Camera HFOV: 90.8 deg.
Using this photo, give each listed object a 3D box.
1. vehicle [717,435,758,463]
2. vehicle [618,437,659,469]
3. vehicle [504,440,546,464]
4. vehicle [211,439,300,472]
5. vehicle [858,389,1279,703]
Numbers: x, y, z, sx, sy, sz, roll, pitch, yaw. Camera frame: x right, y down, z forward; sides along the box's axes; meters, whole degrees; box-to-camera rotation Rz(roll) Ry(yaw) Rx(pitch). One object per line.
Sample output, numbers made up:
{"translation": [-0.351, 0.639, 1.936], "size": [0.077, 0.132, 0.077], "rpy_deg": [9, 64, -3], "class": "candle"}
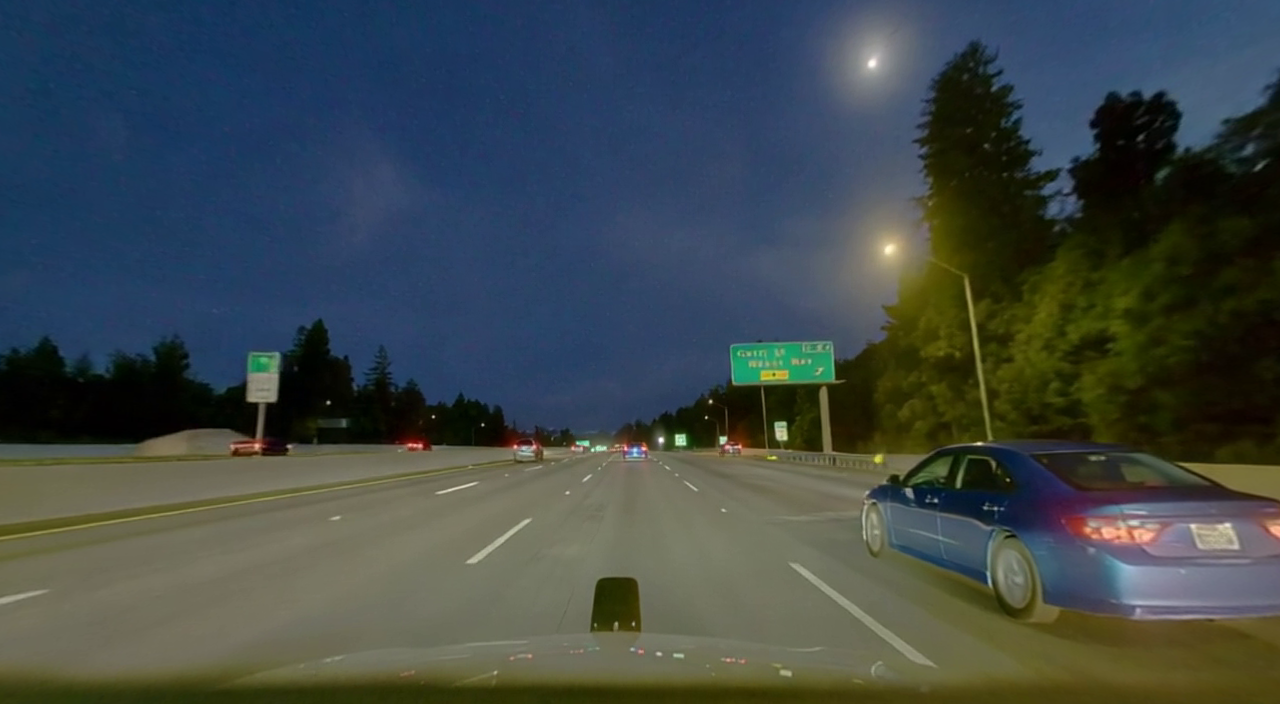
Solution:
{"translation": [7.110, 7.149, 46.680], "size": [2.103, 1.898, 5.310], "rpy_deg": [0, -9, -1], "class": "vehicle"}
{"translation": [-0.098, 5.602, 35.105], "size": [2.157, 1.642, 4.189], "rpy_deg": [0, -9, -1], "class": "vehicle"}
{"translation": [-8.110, 7.078, 44.871], "size": [2.028, 1.552, 4.922], "rpy_deg": [0, -9, 0], "class": "vehicle"}
{"translation": [-21.368, 5.770, 35.397], "size": [2.058, 1.667, 4.623], "rpy_deg": [0, -9, 0], "class": "vehicle"}
{"translation": [3.235, 1.138, 3.857], "size": [2.072, 1.501, 4.694], "rpy_deg": [0, -9, -1], "class": "vehicle"}
